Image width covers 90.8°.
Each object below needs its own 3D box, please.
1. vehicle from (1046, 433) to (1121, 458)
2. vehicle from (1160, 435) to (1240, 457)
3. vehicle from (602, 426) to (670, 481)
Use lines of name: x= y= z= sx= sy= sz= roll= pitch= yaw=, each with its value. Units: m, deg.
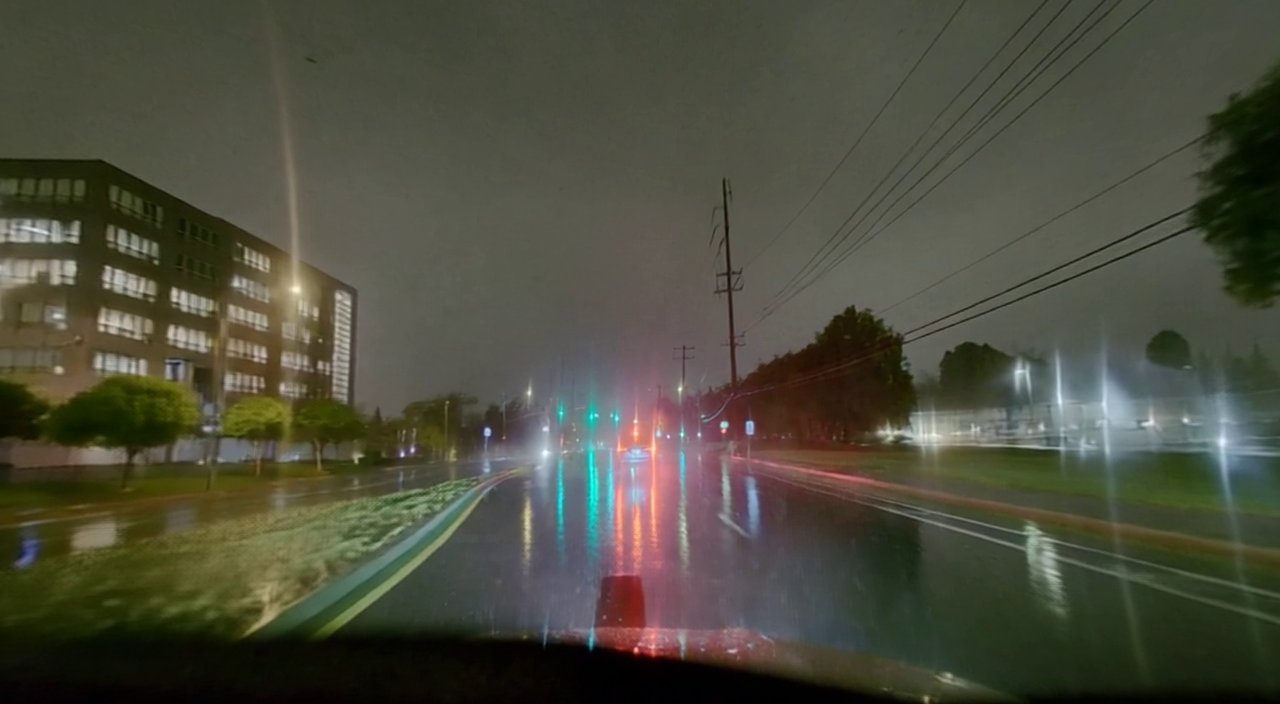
vehicle: x=32.367 y=6.842 z=46.323 sx=1.961 sy=1.745 sz=4.981 roll=0 pitch=-9 yaw=1
vehicle: x=41.898 y=7.009 z=47.400 sx=1.837 sy=1.455 sz=4.531 roll=-2 pitch=-8 yaw=1
vehicle: x=-0.134 y=3.613 z=22.684 sx=2.189 sy=1.776 sz=4.342 roll=0 pitch=-9 yaw=0
